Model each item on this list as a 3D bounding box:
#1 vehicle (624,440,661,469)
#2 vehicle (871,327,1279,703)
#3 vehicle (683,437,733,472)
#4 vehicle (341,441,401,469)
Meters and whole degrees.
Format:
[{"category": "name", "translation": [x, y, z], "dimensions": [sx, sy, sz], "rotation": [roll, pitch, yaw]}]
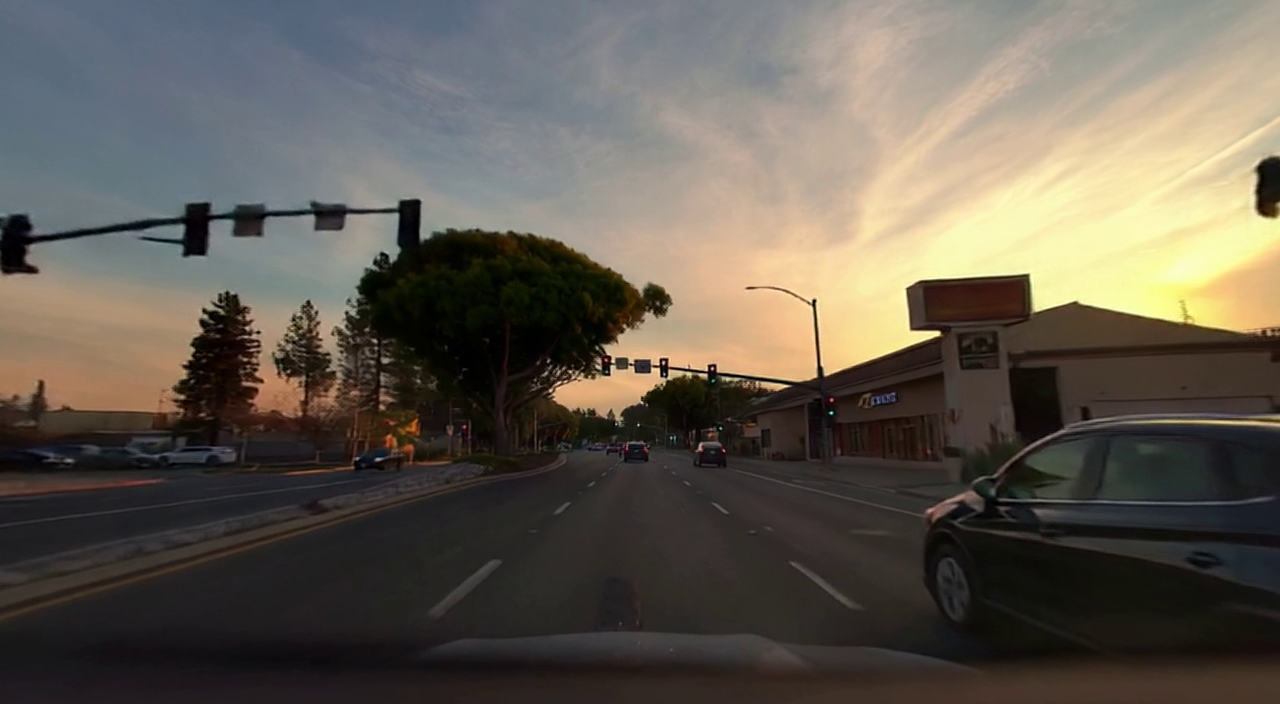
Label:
[{"category": "vehicle", "translation": [0.080, 5.911, 36.548], "dimensions": [2.023, 1.532, 3.891], "rotation": [0, -8, -1]}, {"category": "vehicle", "translation": [3.055, 0.955, 3.336], "dimensions": [1.969, 1.682, 4.387], "rotation": [0, -8, 0]}, {"category": "vehicle", "translation": [3.485, 5.344, 33.104], "dimensions": [2.085, 1.668, 4.077], "rotation": [0, -8, -1]}, {"category": "vehicle", "translation": [-18.181, 6.964, 42.963], "dimensions": [2.069, 1.776, 4.543], "rotation": [0, -8, 0]}]
